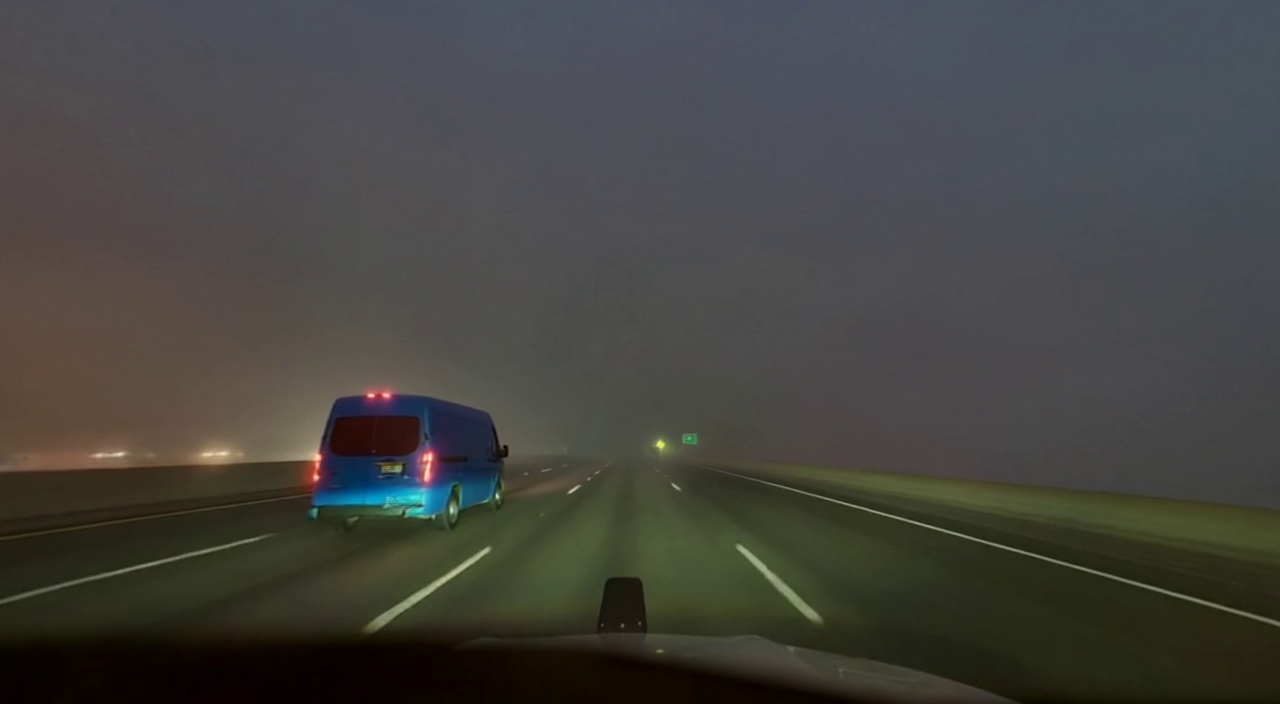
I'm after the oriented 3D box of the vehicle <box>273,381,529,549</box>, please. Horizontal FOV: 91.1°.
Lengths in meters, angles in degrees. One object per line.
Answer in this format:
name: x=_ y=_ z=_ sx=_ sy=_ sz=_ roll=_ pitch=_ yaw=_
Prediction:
vehicle: x=-3.698 y=1.925 z=11.227 sx=2.372 sy=2.248 sz=5.393 roll=0 pitch=-9 yaw=1
